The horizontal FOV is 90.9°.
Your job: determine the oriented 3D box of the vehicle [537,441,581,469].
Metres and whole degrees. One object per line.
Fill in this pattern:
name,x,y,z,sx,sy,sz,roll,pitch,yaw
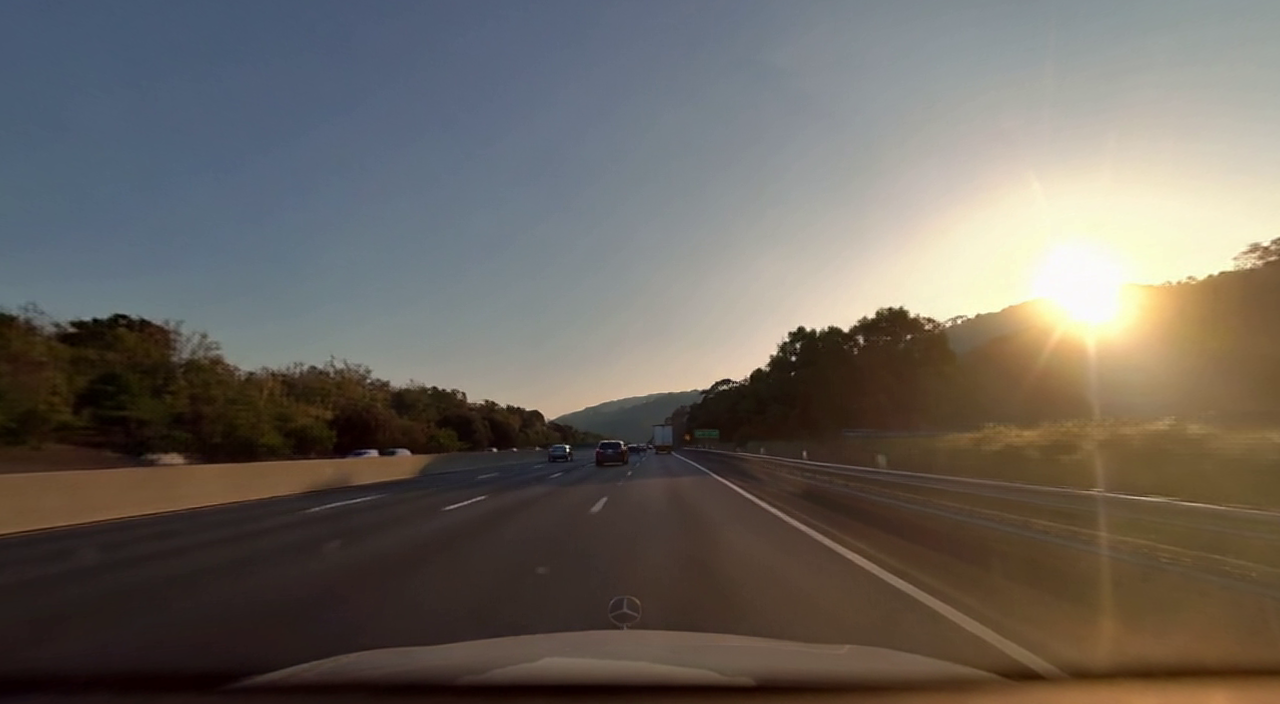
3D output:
vehicle,-5.162,6.625,40.803,2.062,1.691,4.278,0,-8,2

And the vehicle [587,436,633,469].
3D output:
vehicle,-1.663,5.873,36.957,2.283,1.802,4.810,0,-9,3

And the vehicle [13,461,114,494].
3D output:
vehicle,-30.838,6.672,33.888,1.740,1.553,3.840,0,-8,0

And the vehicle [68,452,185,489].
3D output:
vehicle,-27.185,6.271,33.661,2.068,1.767,4.794,0,-8,2
